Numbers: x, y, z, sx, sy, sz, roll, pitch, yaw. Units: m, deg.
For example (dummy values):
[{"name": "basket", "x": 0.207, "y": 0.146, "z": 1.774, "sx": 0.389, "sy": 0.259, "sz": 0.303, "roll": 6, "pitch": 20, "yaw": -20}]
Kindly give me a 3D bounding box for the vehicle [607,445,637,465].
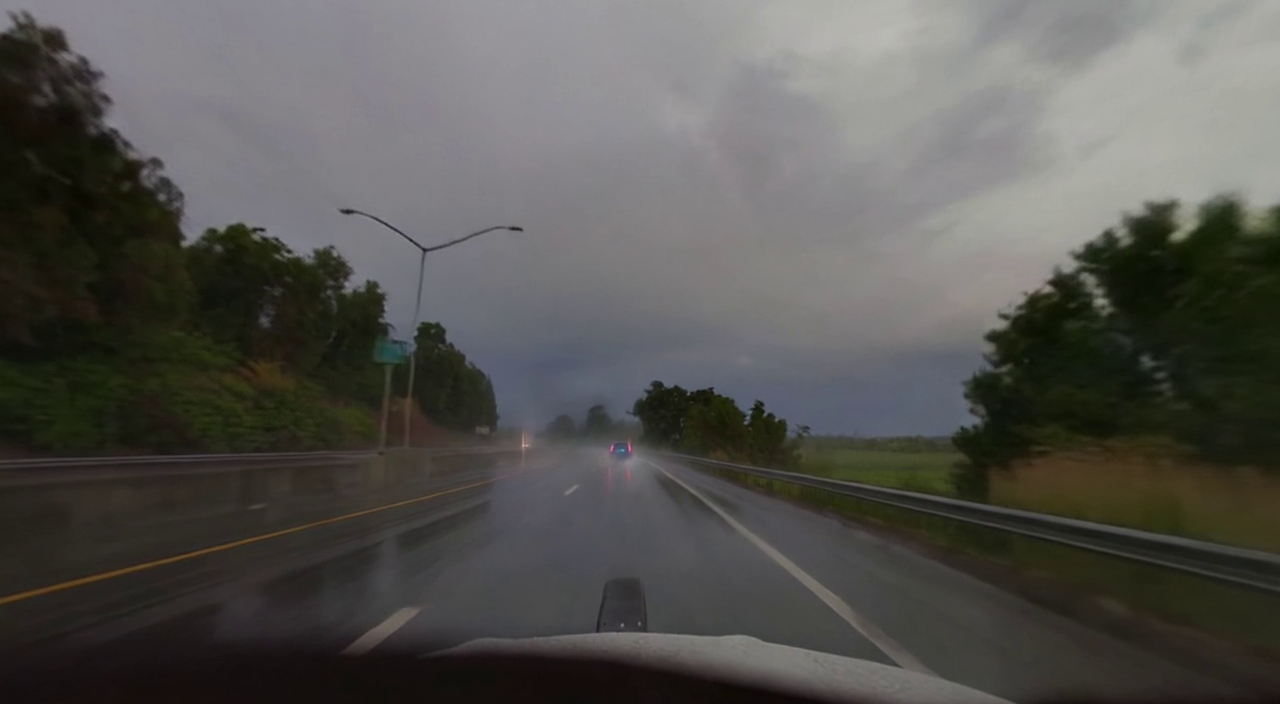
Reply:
[{"name": "vehicle", "x": -1.362, "y": 7.707, "z": 47.097, "sx": 2.126, "sy": 1.411, "sz": 4.433, "roll": 0, "pitch": -9, "yaw": -2}]
